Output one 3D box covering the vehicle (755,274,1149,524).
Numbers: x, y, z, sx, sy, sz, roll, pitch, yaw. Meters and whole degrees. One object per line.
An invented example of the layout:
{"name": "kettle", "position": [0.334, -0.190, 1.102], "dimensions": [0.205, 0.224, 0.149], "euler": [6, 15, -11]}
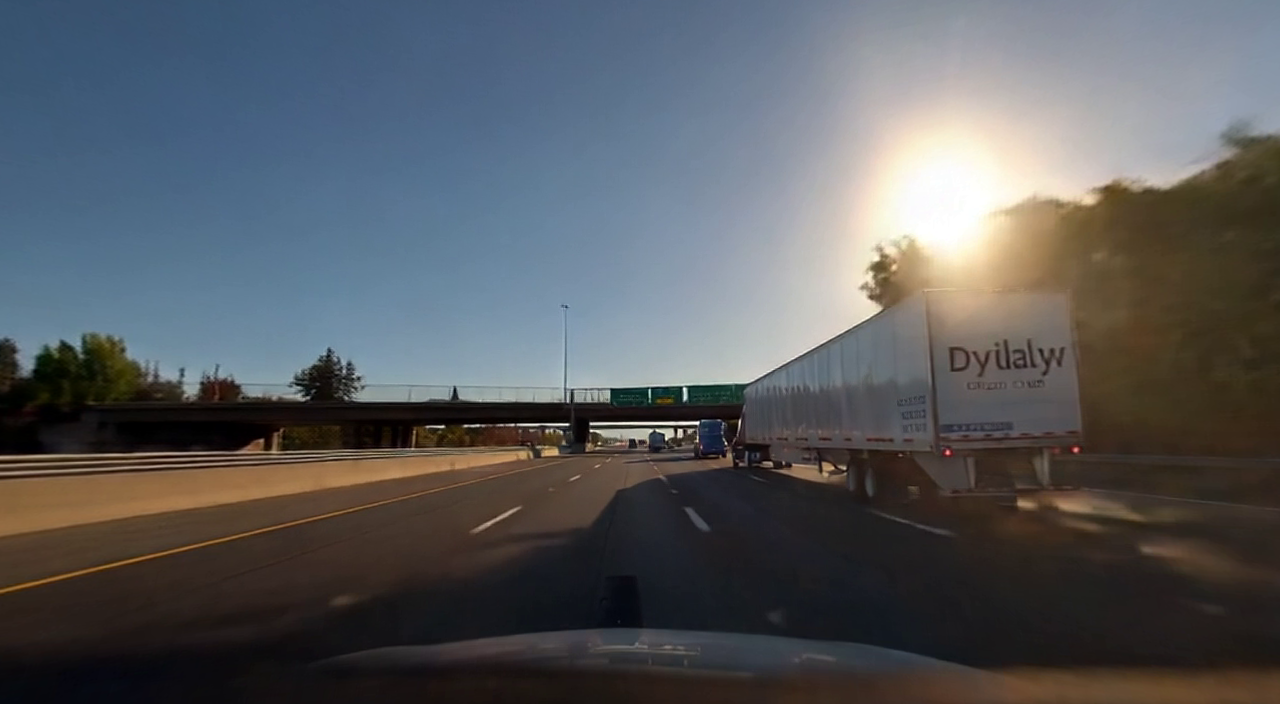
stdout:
{"name": "vehicle", "position": [6.330, 1.895, 18.075], "dimensions": [2.962, 3.947, 16.241], "euler": [0, -9, 0]}
